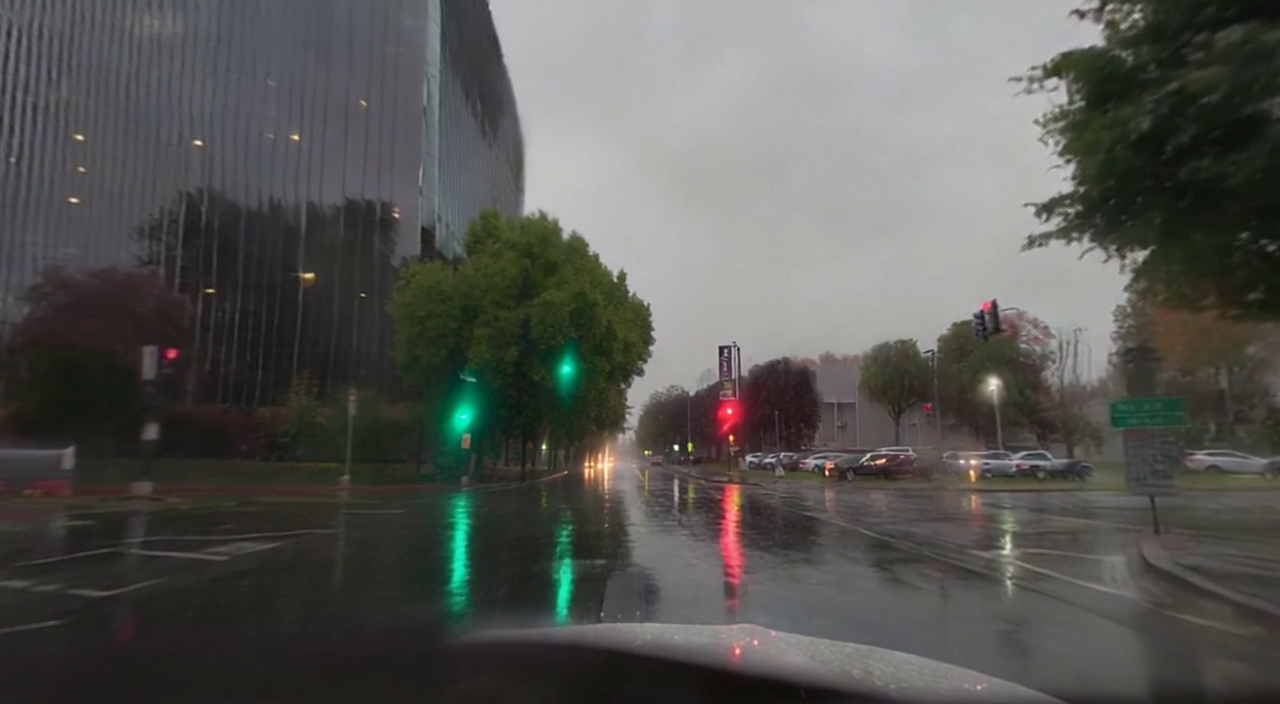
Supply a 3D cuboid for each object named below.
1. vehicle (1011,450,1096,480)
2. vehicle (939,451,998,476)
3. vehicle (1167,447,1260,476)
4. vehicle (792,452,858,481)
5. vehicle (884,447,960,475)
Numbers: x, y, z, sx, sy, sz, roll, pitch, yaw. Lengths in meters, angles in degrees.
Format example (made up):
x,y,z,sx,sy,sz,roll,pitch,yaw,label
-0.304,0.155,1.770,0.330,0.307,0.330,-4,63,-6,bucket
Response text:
x,y,z,sx,sy,sz,roll,pitch,yaw,label
20.598,5.618,31.389,1.851,1.388,3.475,0,-8,1,vehicle
21.379,7.237,40.950,1.923,1.463,3.758,-1,-8,3,vehicle
28.578,5.462,31.362,1.591,1.332,3.202,-2,-9,1,vehicle
10.705,6.537,36.112,1.955,1.508,4.295,-8,-12,41,vehicle
16.490,6.325,36.577,4.522,1.546,1.941,6,-11,-36,vehicle
